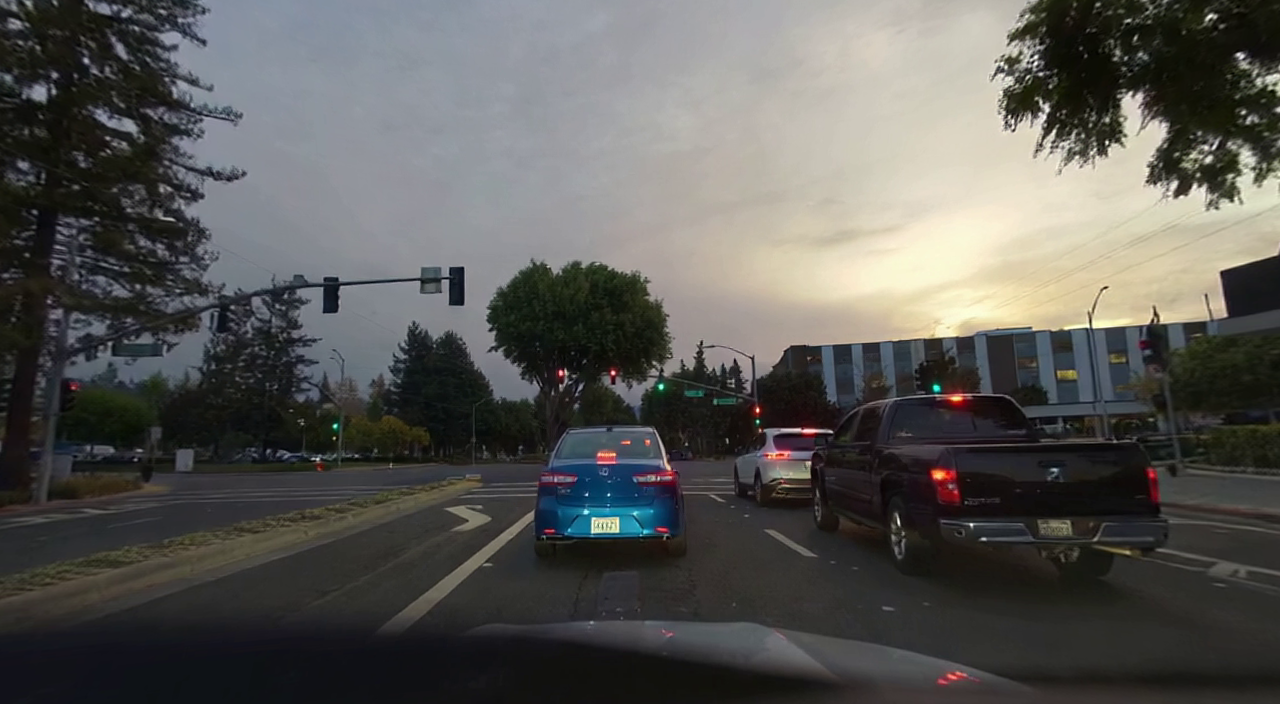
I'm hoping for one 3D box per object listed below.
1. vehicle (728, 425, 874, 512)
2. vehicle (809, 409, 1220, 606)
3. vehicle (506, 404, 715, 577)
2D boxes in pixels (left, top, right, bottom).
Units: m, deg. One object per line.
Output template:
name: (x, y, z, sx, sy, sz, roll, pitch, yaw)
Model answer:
vehicle: (3.352, 2.526, 14.157, 2.031, 1.626, 4.264, 0, -8, -2)
vehicle: (3.607, 1.579, 7.390, 1.955, 1.550, 4.587, 0, -8, -1)
vehicle: (-0.295, 1.630, 8.097, 2.037, 1.674, 3.693, 0, -8, 0)
